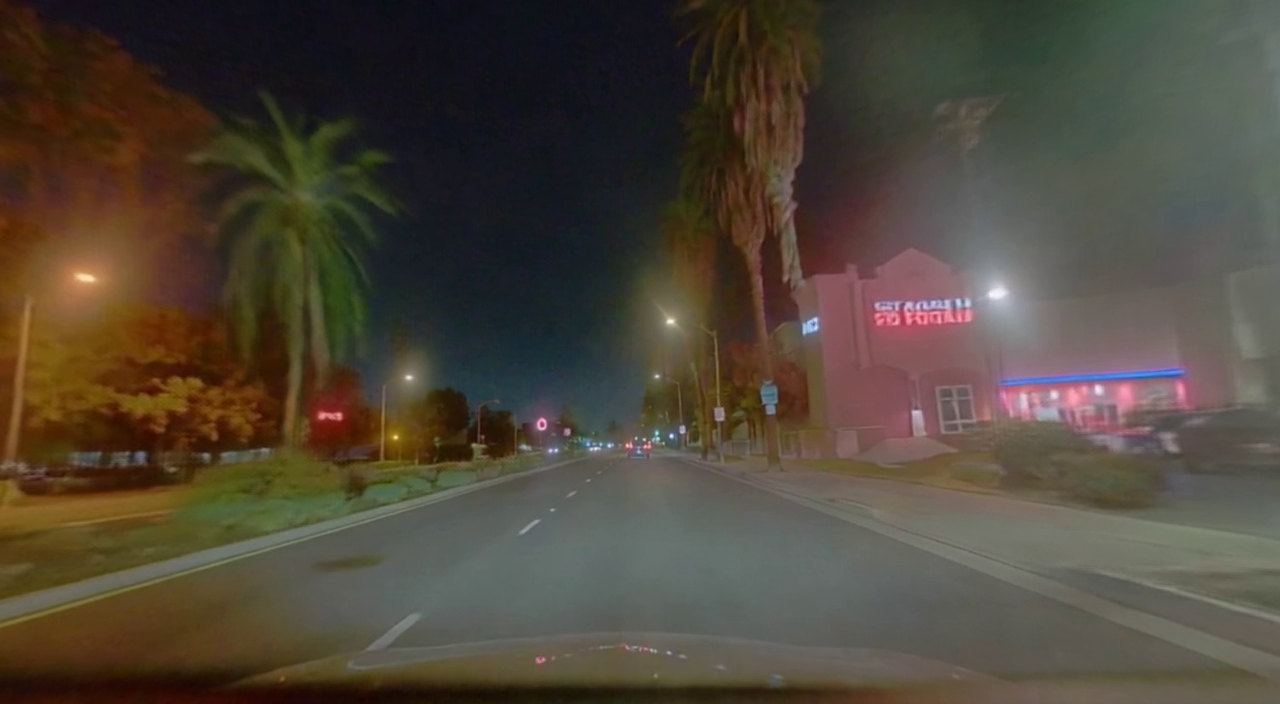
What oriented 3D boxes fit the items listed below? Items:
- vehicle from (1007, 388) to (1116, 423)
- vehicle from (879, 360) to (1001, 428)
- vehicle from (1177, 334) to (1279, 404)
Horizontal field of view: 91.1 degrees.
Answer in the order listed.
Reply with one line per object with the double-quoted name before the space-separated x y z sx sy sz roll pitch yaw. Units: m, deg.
"vehicle" 23.354 3.019 34.977 4.630 1.473 1.702 -6 -13 17
"vehicle" 11.367 1.710 23.625 5.186 2.000 2.226 10 -12 -41
"vehicle" 22.122 0.457 21.544 5.257 1.921 2.104 -14 -16 42
